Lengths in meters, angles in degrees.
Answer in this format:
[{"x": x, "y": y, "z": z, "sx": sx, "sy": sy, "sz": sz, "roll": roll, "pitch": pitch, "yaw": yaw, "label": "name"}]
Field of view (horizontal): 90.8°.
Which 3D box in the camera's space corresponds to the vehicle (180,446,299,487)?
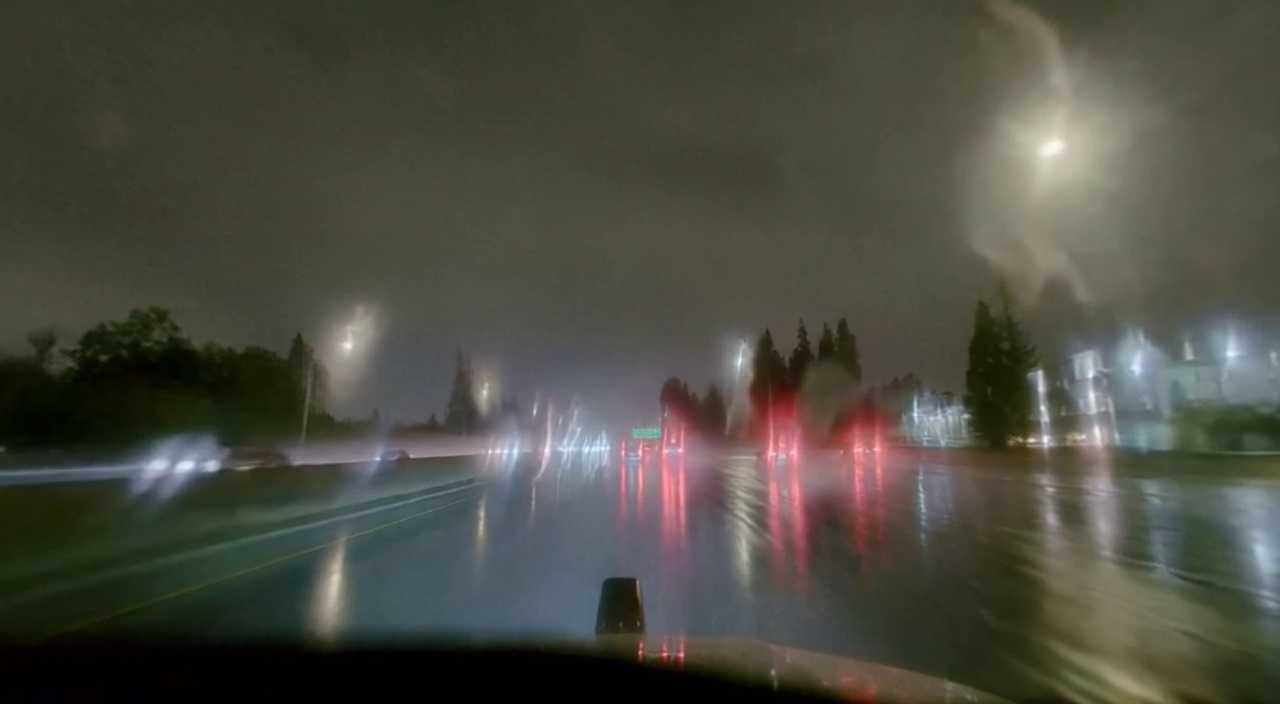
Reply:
[{"x": -14.091, "y": 4.021, "z": 22.547, "sx": 1.627, "sy": 1.232, "sz": 4.064, "roll": 0, "pitch": -8, "yaw": -1, "label": "vehicle"}]
